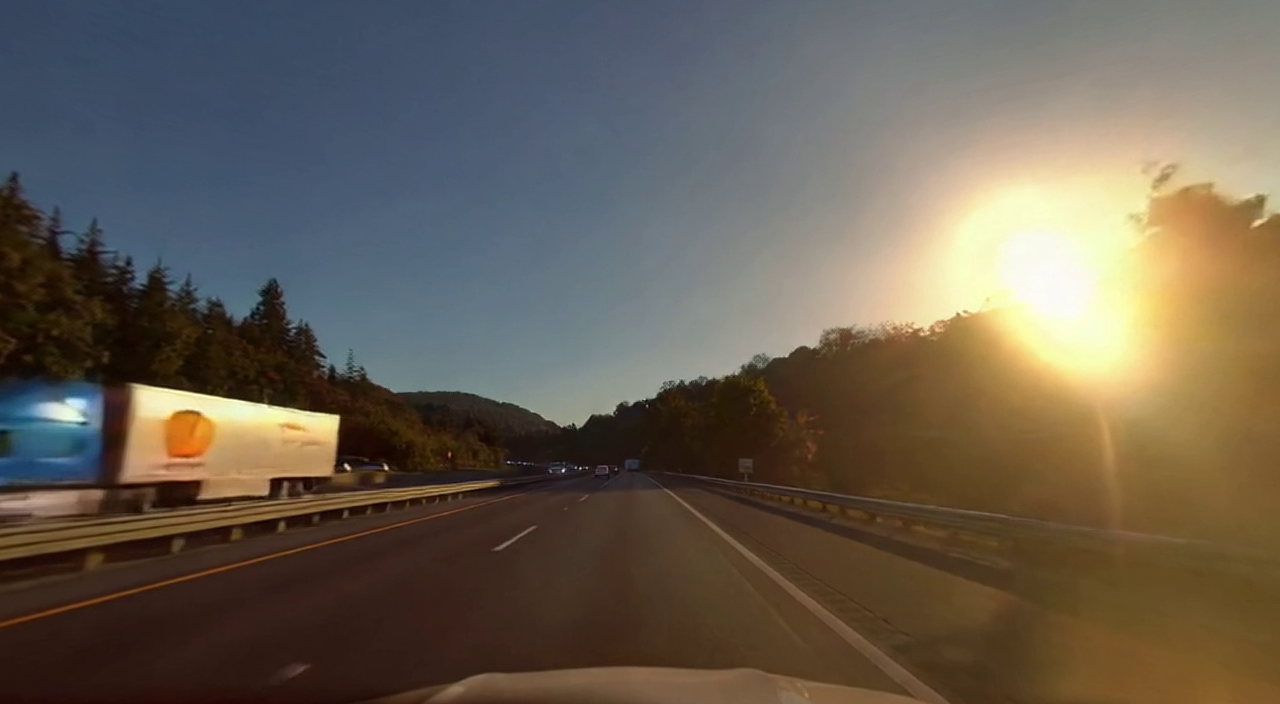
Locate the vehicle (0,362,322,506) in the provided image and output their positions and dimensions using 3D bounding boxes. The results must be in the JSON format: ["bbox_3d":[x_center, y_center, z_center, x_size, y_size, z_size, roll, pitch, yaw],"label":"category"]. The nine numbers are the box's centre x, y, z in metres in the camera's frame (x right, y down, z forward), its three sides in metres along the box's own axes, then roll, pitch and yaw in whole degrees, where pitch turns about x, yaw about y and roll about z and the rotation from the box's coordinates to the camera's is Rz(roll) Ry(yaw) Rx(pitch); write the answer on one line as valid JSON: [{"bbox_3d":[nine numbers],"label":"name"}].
[{"bbox_3d":[-17.716,3.555,24.352,2.999,3.697,16.196,2,-11,-2],"label":"vehicle"}]
